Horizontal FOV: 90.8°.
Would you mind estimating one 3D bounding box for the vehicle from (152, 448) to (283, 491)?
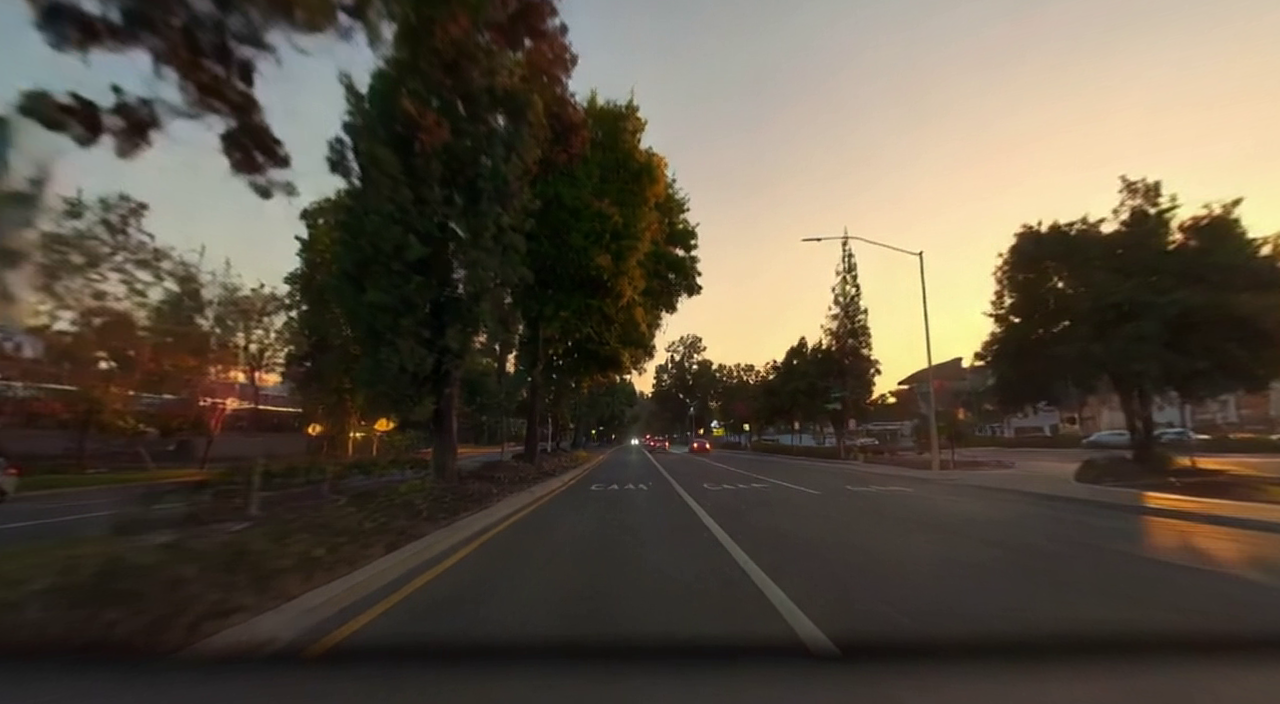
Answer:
[{"bbox_3d":[-16.206,4.493,24.571,1.961,1.480,4.520,0,-8,0],"label":"vehicle"}]
